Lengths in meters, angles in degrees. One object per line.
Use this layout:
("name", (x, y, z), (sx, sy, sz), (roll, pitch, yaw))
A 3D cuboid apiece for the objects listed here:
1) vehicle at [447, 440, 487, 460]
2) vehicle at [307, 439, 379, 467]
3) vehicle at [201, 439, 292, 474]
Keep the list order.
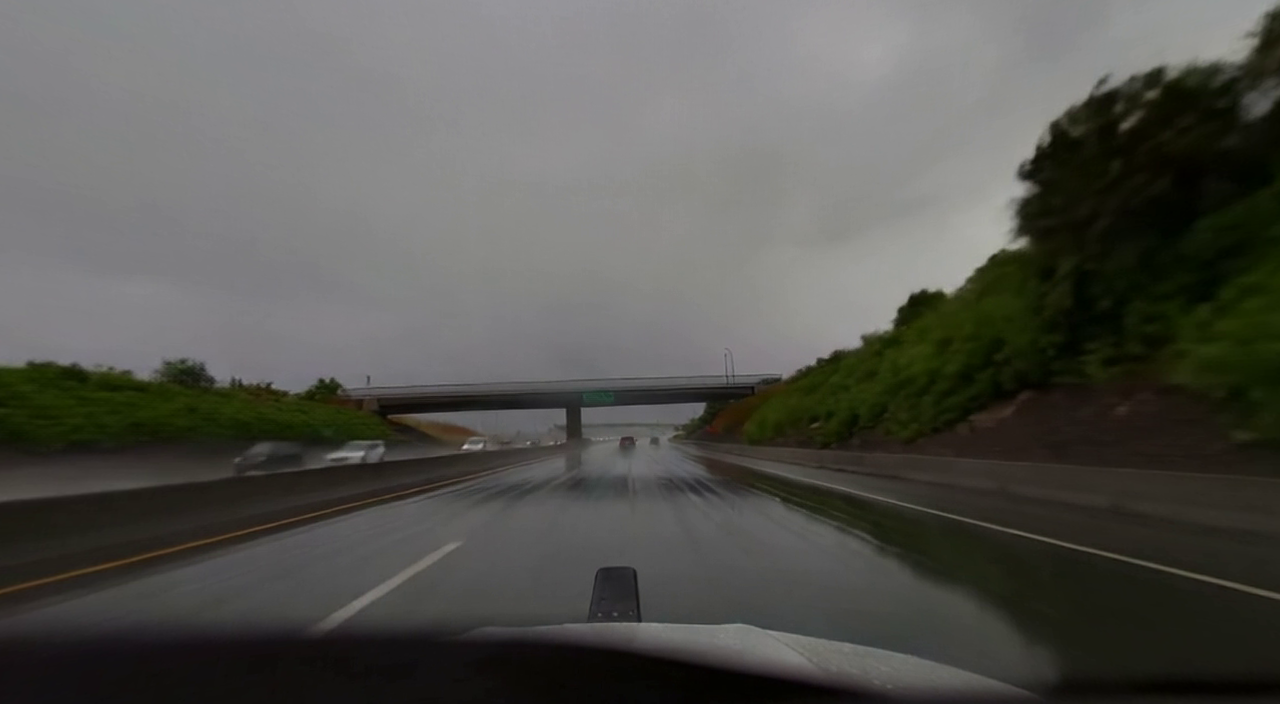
("vehicle", (-13.313, 7.517, 48.750), (1.931, 1.431, 4.313), (0, -8, -1))
("vehicle", (-16.704, 5.675, 35.761), (1.903, 1.503, 4.536), (0, -8, -1))
("vehicle", (-20.859, 5.505, 33.650), (1.981, 1.729, 4.491), (0, -8, -1))
